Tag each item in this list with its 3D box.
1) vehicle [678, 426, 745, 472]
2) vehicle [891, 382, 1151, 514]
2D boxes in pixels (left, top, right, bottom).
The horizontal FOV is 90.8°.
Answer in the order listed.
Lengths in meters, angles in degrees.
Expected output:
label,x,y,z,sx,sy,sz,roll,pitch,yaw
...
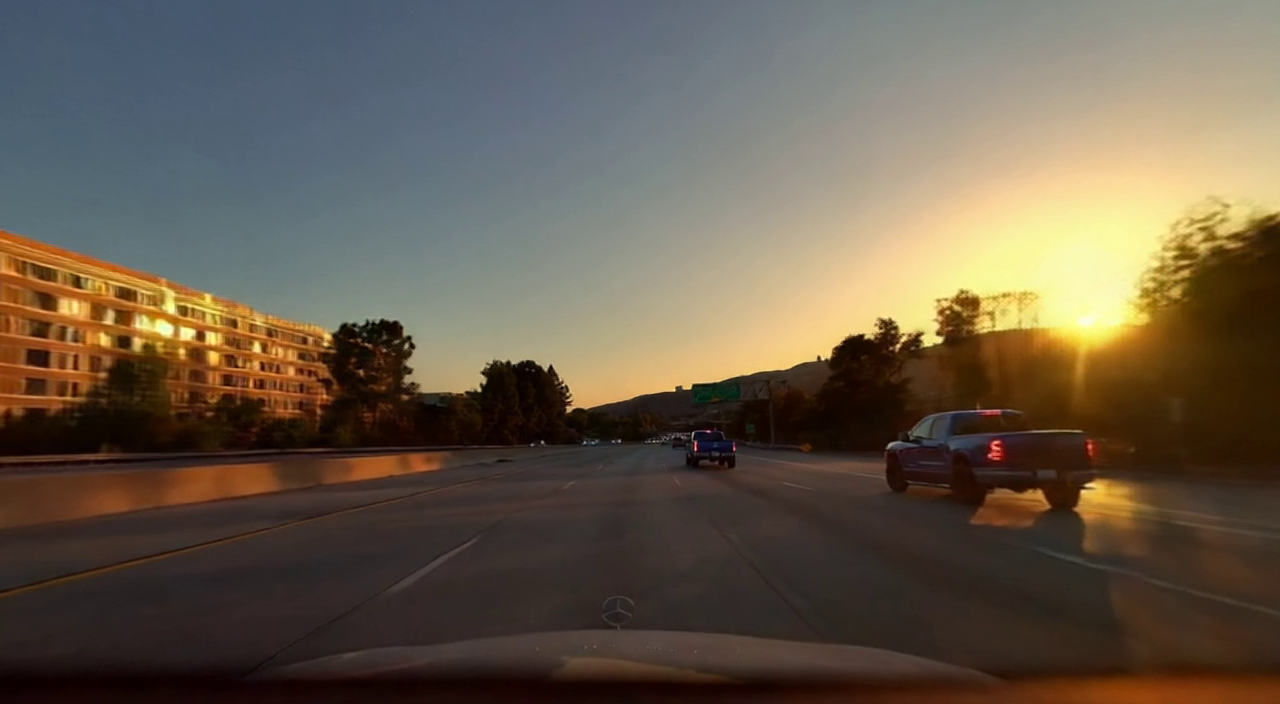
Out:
label,x,y,z,sx,sy,sz,roll,pitch,yaw
vehicle,3.243,4.570,29.785,2.462,1.984,4.718,0,-9,-2
vehicle,7.684,2.054,13.691,2.158,2.268,5.396,0,-9,-1
